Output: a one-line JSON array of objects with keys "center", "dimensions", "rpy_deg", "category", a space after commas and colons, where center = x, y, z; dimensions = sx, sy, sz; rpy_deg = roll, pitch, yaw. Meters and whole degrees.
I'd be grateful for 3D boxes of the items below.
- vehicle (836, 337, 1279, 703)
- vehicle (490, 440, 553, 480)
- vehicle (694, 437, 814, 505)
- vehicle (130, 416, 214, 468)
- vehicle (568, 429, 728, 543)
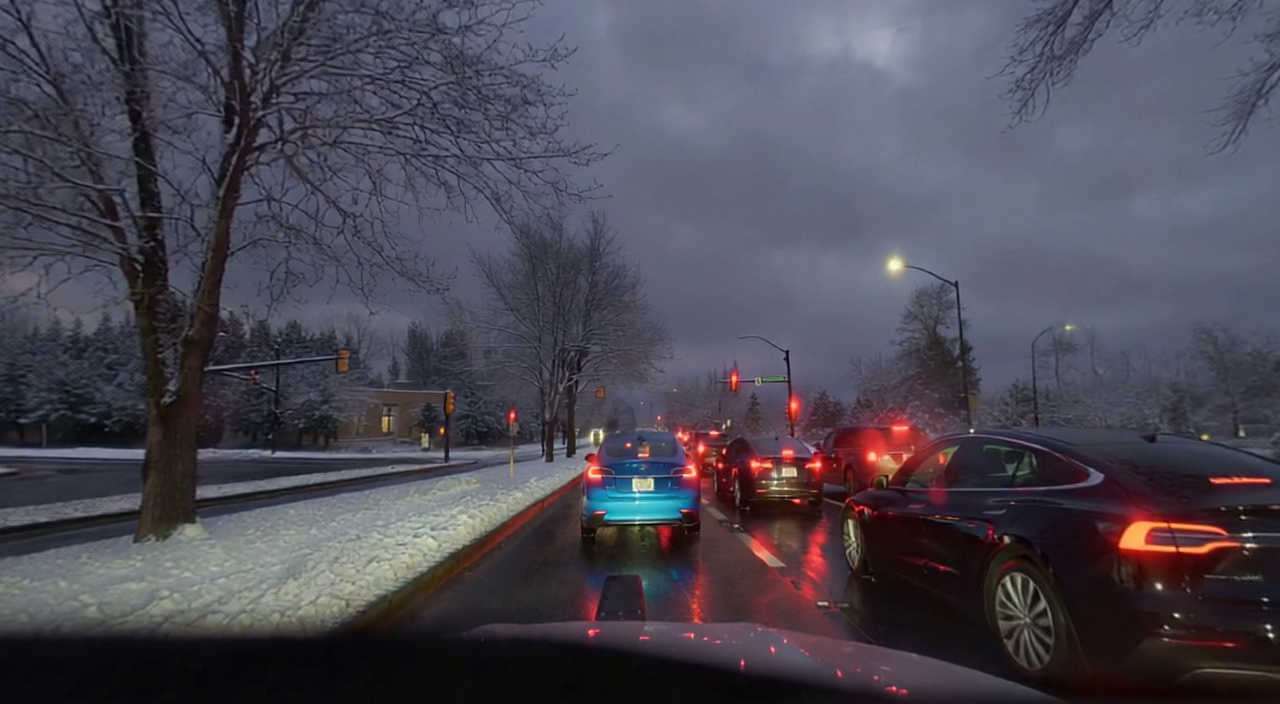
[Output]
[{"center": [3.187, 1.104, 4.298], "dimensions": [2.167, 1.676, 4.443], "rpy_deg": [0, -8, -1], "category": "vehicle"}, {"center": [-4.650, 4.292, 25.333], "dimensions": [1.972, 1.457, 4.171], "rpy_deg": [0, -8, -4], "category": "vehicle"}, {"center": [2.685, 2.927, 16.032], "dimensions": [2.058, 1.466, 4.208], "rpy_deg": [0, -8, -3], "category": "vehicle"}, {"center": [-29.293, 5.627, 39.687], "dimensions": [2.608, 2.990, 3.026], "rpy_deg": [2, -8, 2], "category": "vehicle"}, {"center": [0.019, 2.106, 10.640], "dimensions": [2.147, 1.499, 4.240], "rpy_deg": [0, -8, -2], "category": "vehicle"}]
